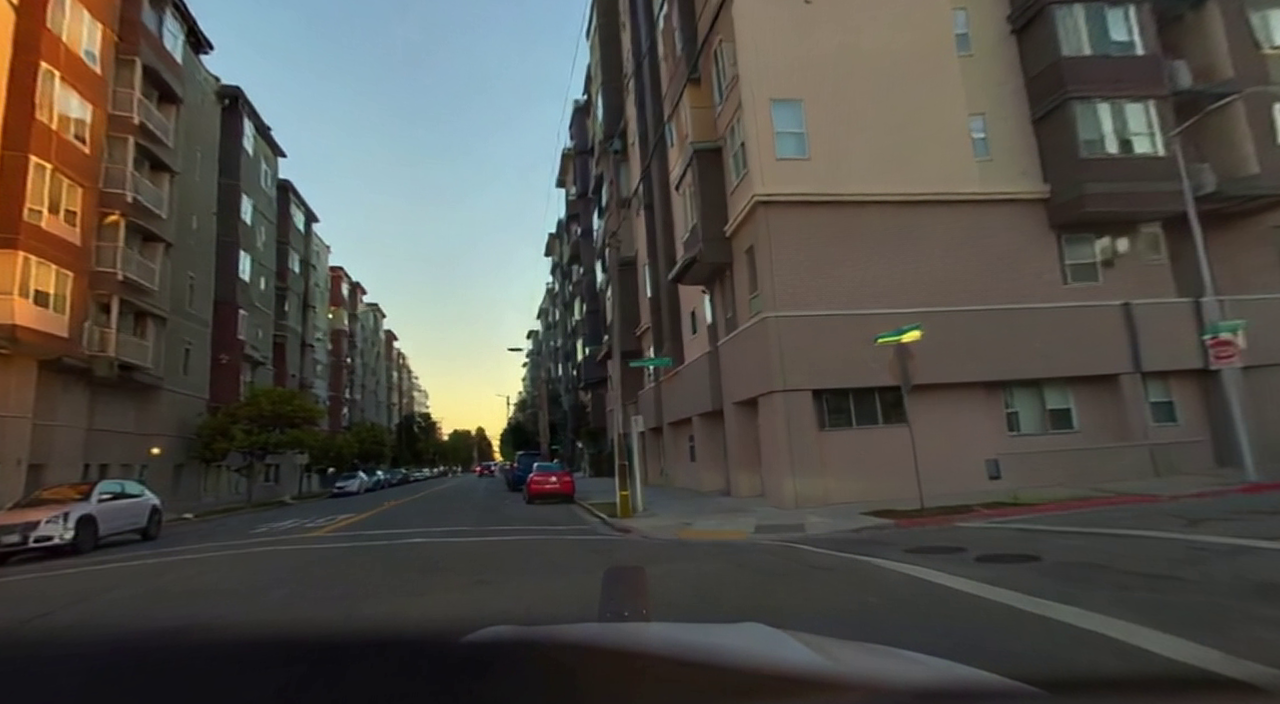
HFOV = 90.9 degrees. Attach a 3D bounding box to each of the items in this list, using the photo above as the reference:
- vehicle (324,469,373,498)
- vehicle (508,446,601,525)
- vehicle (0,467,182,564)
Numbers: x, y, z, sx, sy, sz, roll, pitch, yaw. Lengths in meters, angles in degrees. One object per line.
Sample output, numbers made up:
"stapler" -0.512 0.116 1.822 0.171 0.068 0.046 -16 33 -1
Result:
"vehicle" -19.160 8.607 41.596 2.032 1.641 4.162 1 -9 -13
"vehicle" -2.480 3.572 17.460 2.164 1.721 4.416 -3 -8 -11
"vehicle" -13.711 3.878 15.582 2.140 1.874 4.475 1 -9 -13
